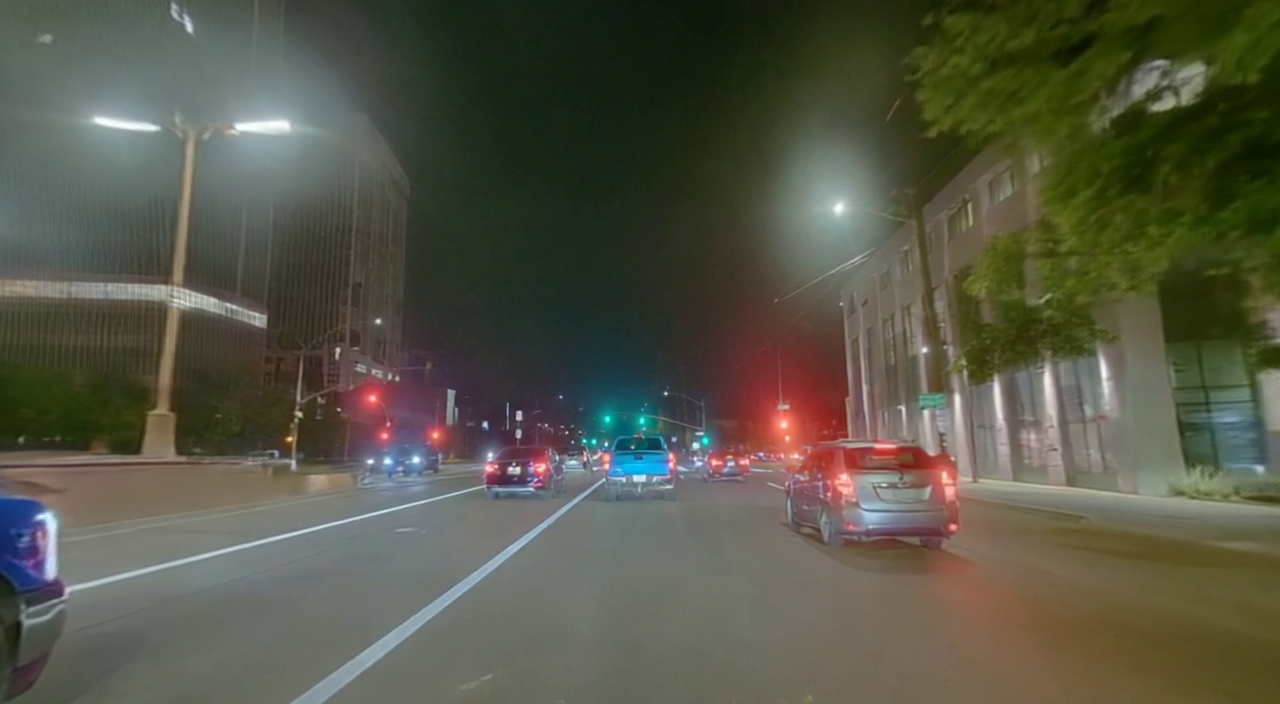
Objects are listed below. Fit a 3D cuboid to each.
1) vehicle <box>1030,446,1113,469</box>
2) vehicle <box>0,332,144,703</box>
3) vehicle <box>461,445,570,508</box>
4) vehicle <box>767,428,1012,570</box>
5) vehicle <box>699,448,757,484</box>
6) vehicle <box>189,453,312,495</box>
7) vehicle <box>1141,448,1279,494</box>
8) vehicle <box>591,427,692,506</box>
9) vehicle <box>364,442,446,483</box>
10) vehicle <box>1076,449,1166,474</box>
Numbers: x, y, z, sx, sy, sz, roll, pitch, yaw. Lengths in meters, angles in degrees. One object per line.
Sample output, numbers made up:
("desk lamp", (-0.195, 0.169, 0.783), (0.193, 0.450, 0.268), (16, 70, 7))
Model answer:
("vehicle", (32.387, 7.951, 47.403), (4.631, 1.658, 1.900), (-2, -9, 10))
("vehicle", (-3.576, 0.559, 0.824), (1.994, 1.759, 4.709), (0, -8, 0))
("vehicle", (-3.222, 3.298, 17.300), (1.986, 1.465, 4.509), (0, -8, 1))
("vehicle", (3.318, 2.014, 9.444), (1.955, 1.628, 4.152), (0, -8, 0))
("vehicle", (3.935, 5.137, 28.853), (1.968, 1.472, 4.456), (0, -8, 0))
("vehicle", (-15.283, 4.771, 25.103), (1.932, 1.449, 4.545), (0, -8, 1))
("vehicle", (22.257, 4.382, 23.648), (2.003, 1.515, 4.939), (3, -9, -22))
("vehicle", (0.036, 3.191, 18.072), (2.493, 1.934, 4.957), (0, -8, 0))
("vehicle", (-11.648, 5.485, 31.638), (2.150, 1.838, 4.981), (0, -8, 0))
("vehicle", (32.054, 7.295, 42.099), (4.345, 1.437, 1.896), (-2, -8, 4))
